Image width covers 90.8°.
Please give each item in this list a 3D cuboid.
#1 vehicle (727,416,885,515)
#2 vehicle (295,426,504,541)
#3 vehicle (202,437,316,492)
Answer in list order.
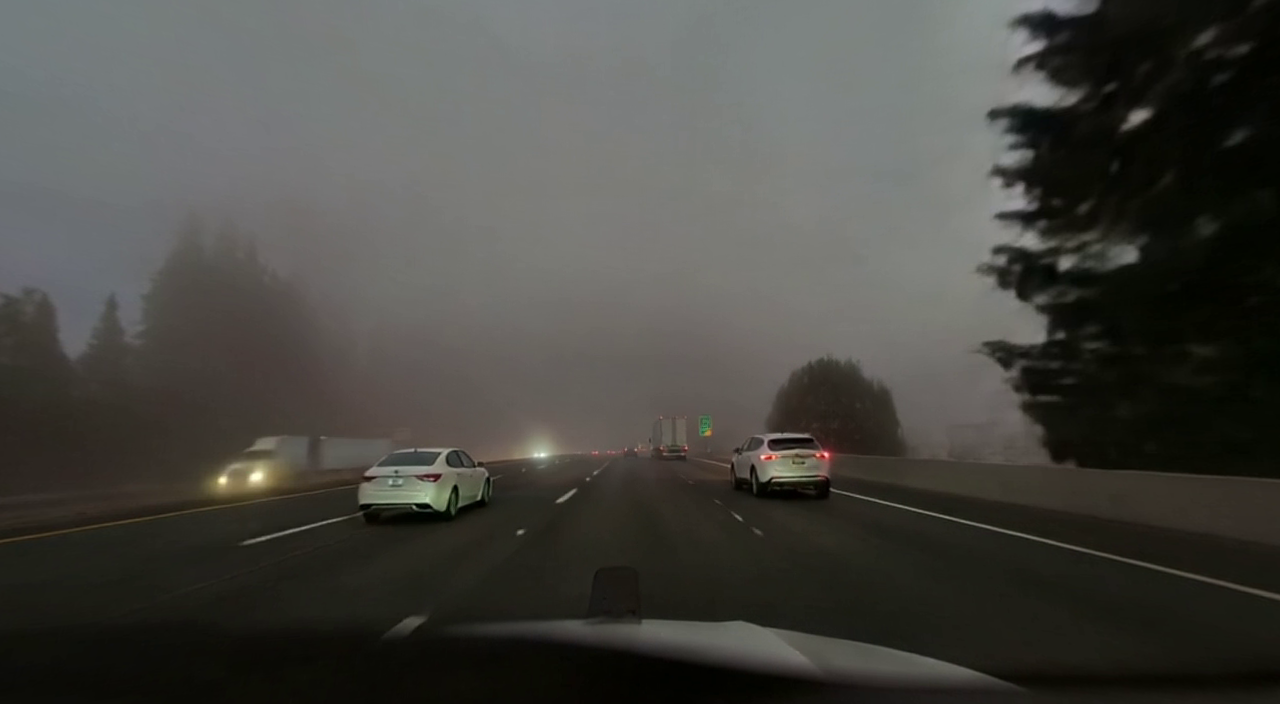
[{"bbox_3d":[3.287,2.365,13.636,2.065,1.760,4.488,0,-8,-2],"label":"vehicle"},{"bbox_3d":[-3.947,2.223,11.418,1.903,1.607,4.770,0,-8,0],"label":"vehicle"},{"bbox_3d":[-29.341,8.653,49.349,3.144,3.826,9.102,0,-8,0],"label":"vehicle"}]
